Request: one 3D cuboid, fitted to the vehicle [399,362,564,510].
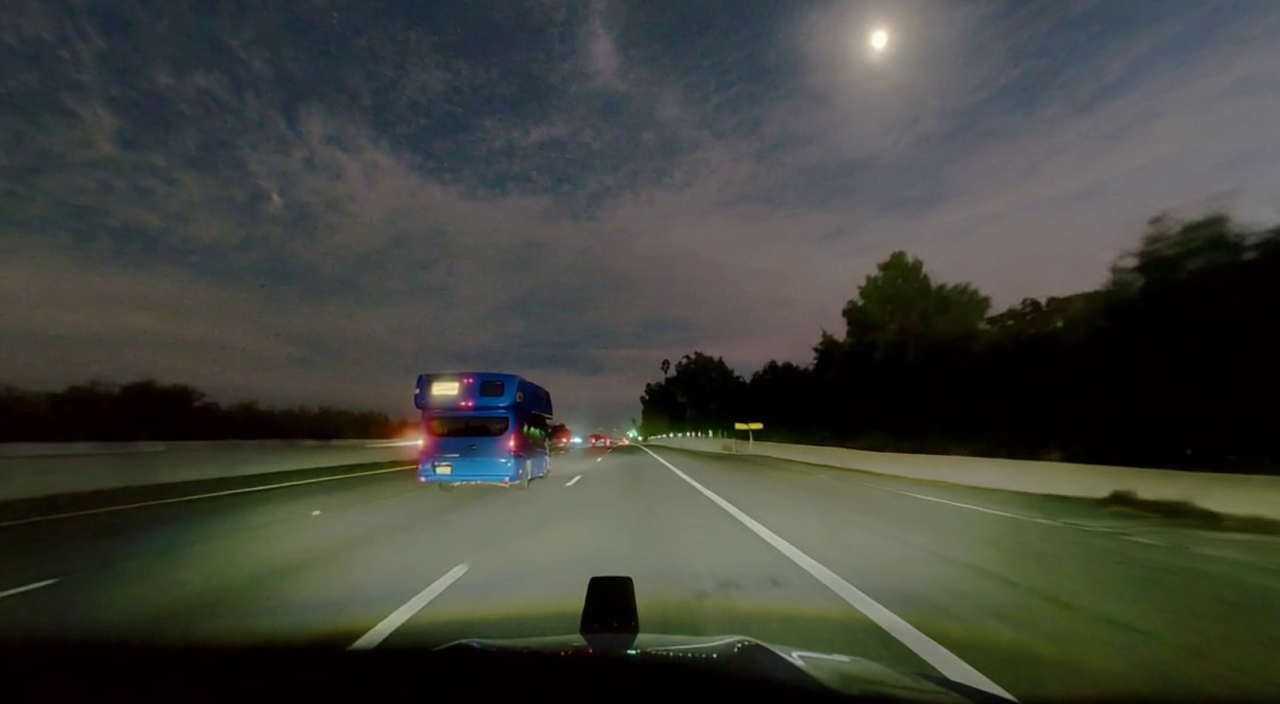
[{"bbox_3d":[-3.972,2.328,17.782,2.676,3.269,7.388,-1,-7,0],"label":"vehicle"}]
